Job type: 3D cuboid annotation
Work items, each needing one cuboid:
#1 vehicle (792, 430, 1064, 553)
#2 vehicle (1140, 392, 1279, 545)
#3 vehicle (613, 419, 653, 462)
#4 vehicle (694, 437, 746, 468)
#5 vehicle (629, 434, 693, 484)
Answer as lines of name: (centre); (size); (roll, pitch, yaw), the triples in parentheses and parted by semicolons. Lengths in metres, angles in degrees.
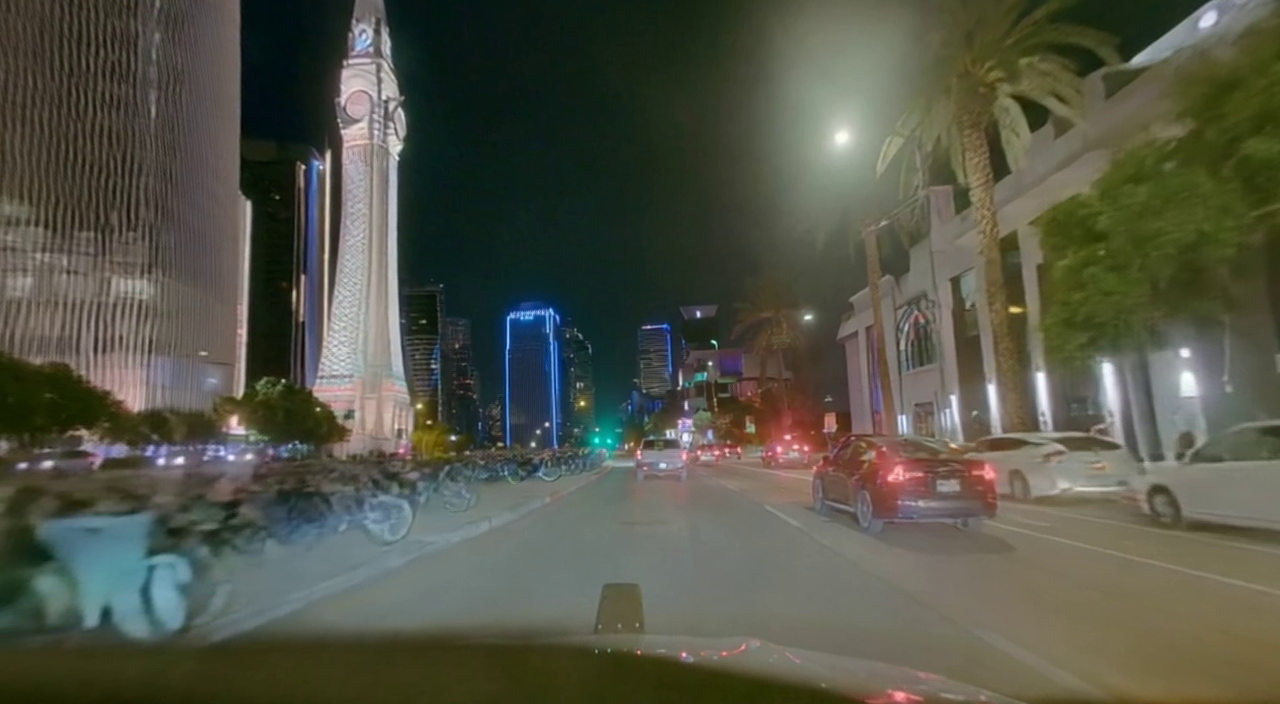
vehicle: (4.162, 2.089, 10.266); (2.116, 1.500, 4.702); (0, -8, -1)
vehicle: (9.230, 1.458, 7.868); (2.041, 1.941, 4.884); (-1, -8, 2)
vehicle: (-0.620, 6.440, 45.617); (2.400, 2.872, 6.053); (0, -9, -5)
vehicle: (4.338, 5.561, 34.985); (1.981, 1.572, 4.718); (0, -9, -4)
vehicle: (0.692, 3.828, 22.875); (2.111, 1.605, 3.832); (0, -8, 0)
